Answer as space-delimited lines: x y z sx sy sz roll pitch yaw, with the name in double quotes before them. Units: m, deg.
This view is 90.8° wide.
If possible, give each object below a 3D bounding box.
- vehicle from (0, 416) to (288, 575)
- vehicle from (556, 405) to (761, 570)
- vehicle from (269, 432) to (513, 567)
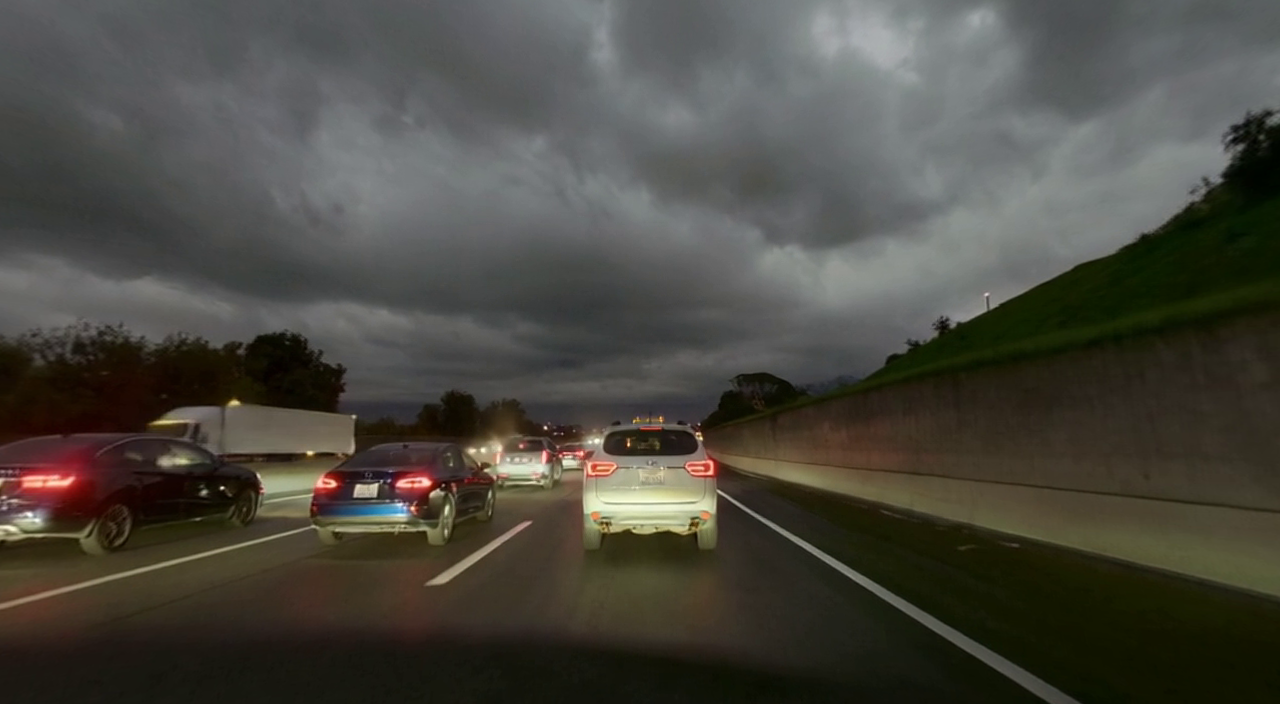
"vehicle" -7.464 1.912 9.170 1.986 1.700 4.558 0 -9 1
"vehicle" 0.152 1.875 9.555 2.210 1.760 5.303 0 -9 -1
"vehicle" -3.242 1.994 9.230 1.917 1.506 3.949 0 -9 1
